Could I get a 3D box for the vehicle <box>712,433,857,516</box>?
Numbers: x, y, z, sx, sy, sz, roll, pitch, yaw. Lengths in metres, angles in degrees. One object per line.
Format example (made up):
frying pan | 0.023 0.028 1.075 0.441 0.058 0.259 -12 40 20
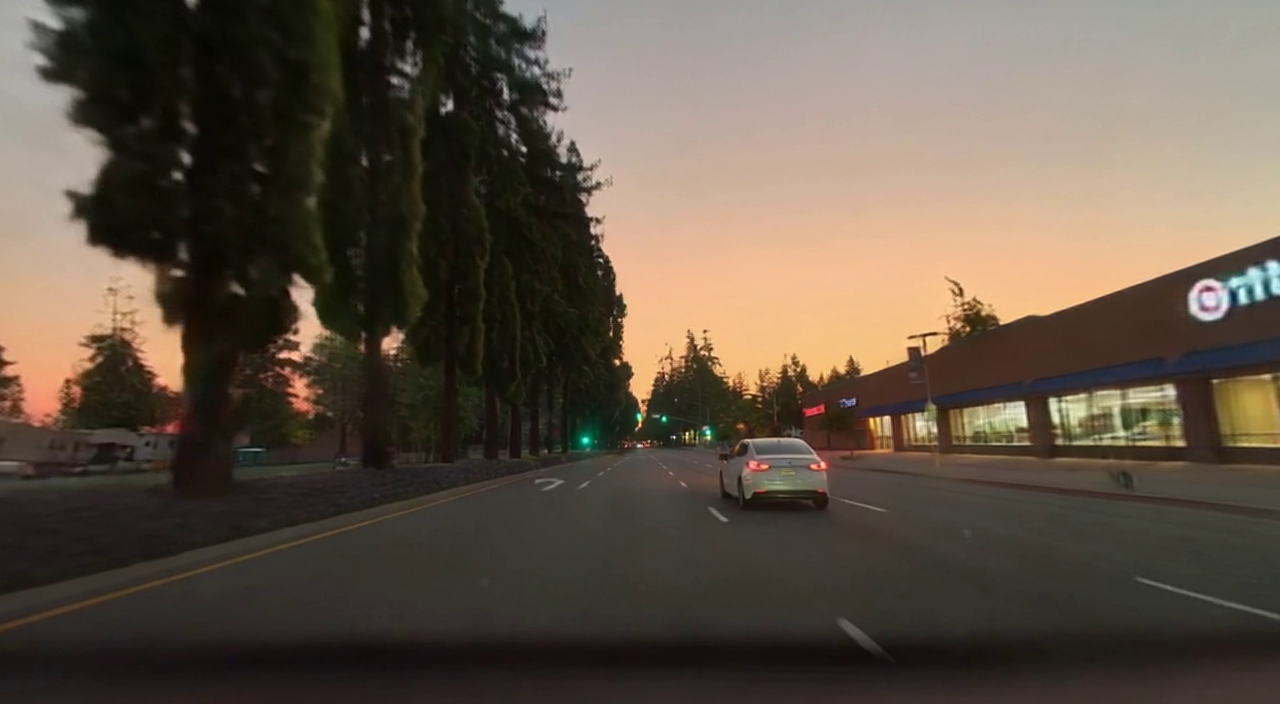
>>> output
vehicle | 2.889 2.568 13.749 2.015 1.479 4.444 0 -9 -1
